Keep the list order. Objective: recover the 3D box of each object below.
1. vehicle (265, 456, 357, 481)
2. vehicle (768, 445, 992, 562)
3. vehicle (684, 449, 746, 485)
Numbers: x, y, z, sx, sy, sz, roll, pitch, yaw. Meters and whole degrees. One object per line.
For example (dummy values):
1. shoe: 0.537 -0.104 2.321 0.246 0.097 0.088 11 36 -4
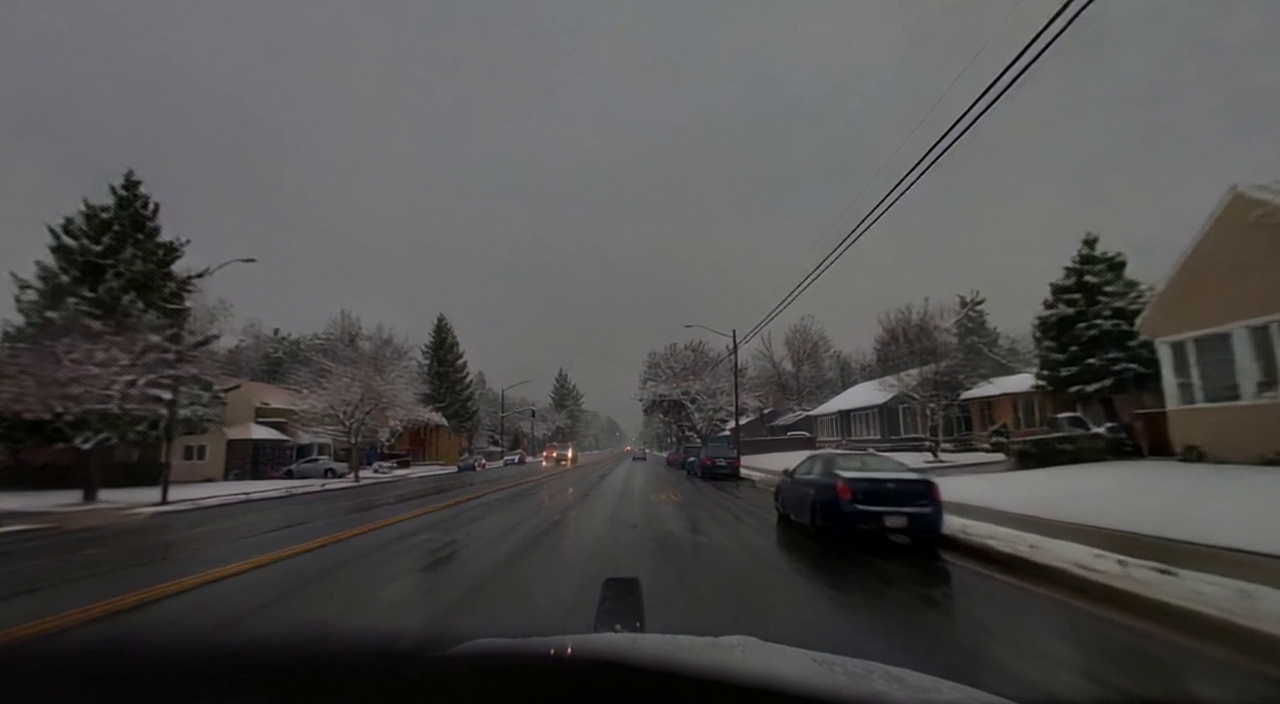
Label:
1. vehicle: -21.306 7.576 41.083 4.870 1.529 2.004 0 -9 0
2. vehicle: 3.527 2.289 10.375 2.009 1.468 4.414 0 -9 1
3. vehicle: 3.316 5.224 29.030 2.158 1.477 5.135 0 -9 0
